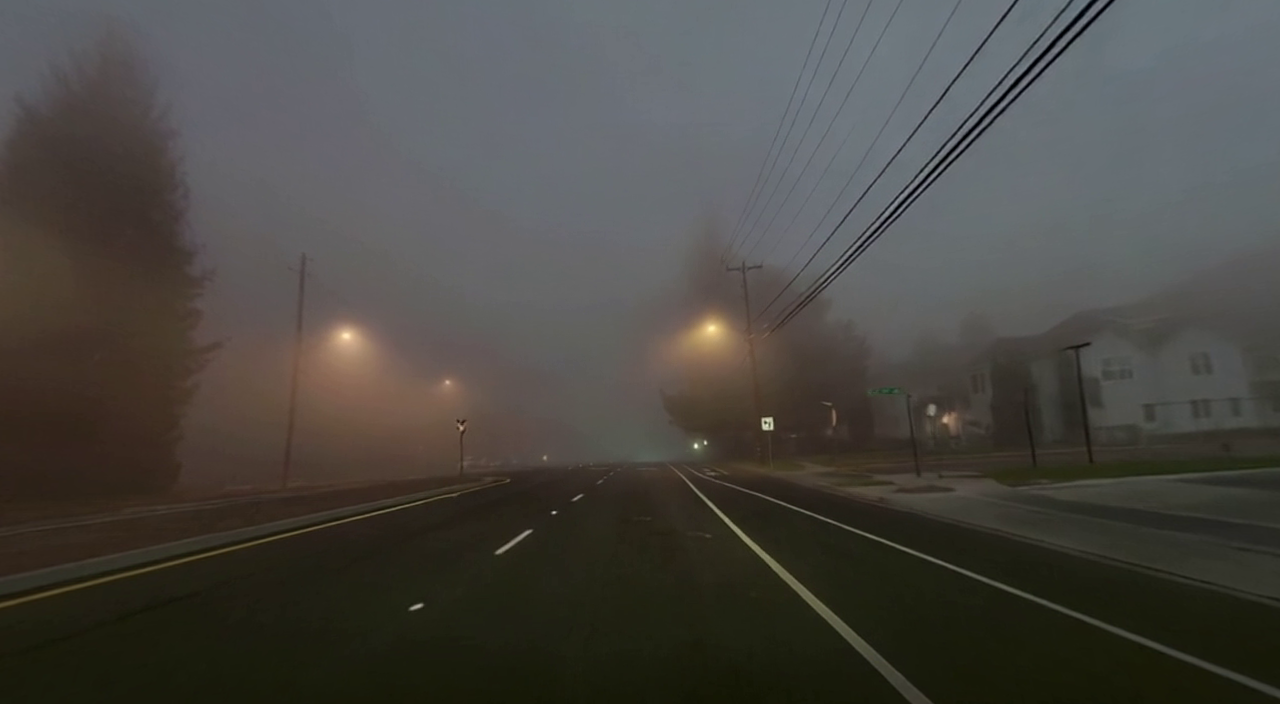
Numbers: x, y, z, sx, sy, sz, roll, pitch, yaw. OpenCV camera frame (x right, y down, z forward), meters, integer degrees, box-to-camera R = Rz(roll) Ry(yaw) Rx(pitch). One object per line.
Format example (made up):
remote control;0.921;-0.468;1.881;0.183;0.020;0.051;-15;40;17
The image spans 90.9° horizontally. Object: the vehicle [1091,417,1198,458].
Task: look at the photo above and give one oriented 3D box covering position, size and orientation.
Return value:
vehicle;26.666;4.580;33.565;2.009;2.044;4.571;0;-9;3
